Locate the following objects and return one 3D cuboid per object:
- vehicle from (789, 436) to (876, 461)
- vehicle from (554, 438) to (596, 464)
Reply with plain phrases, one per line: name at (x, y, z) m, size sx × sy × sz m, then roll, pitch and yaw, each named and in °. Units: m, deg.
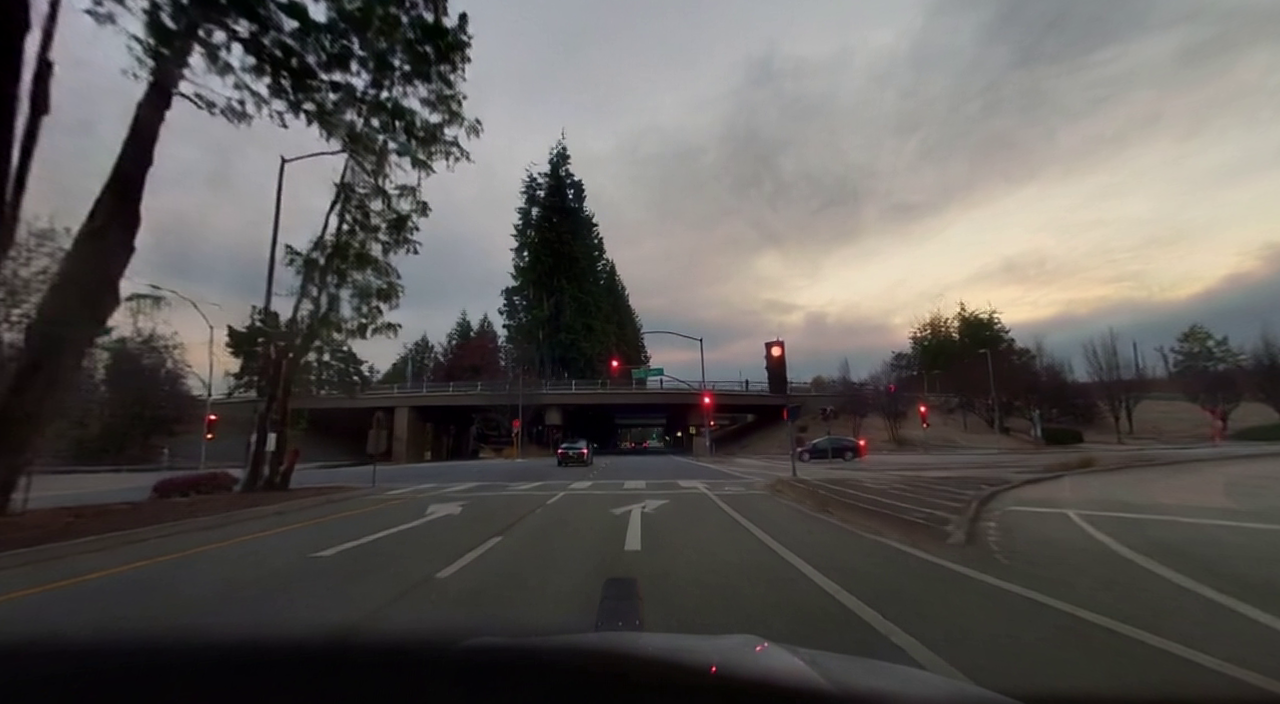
vehicle at (11.690, 5.887, 38.602) m, size 4.691 × 1.466 × 1.800 m, roll 1°, pitch -9°, yaw -6°
vehicle at (-3.869, 6.051, 38.485) m, size 2.082 × 1.472 × 4.310 m, roll 0°, pitch -9°, yaw 0°
